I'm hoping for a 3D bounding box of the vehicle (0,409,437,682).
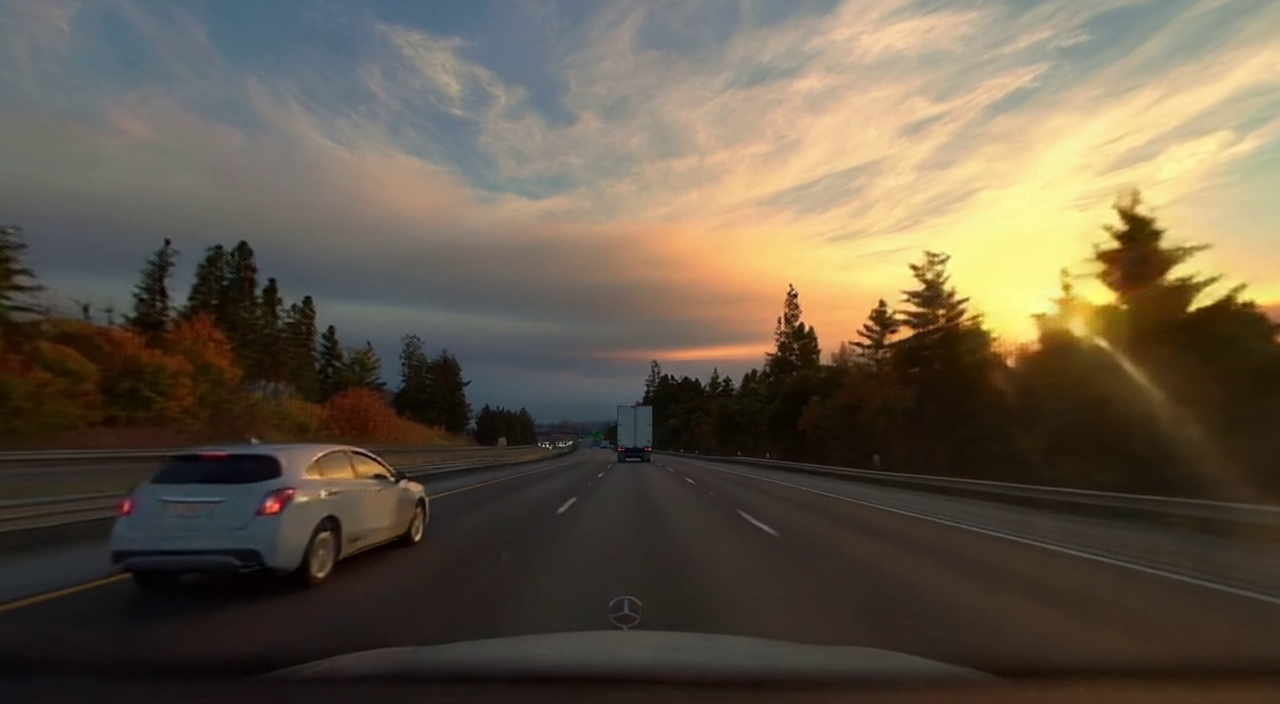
[{"bbox_3d":[-3.754,1.437,5.918,2.080,1.488,4.781,0,-9,0],"label":"vehicle"}]

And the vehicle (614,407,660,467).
[{"bbox_3d":[-0.431,6.468,47.126,2.962,3.953,10.696,0,-9,-3],"label":"vehicle"}]
